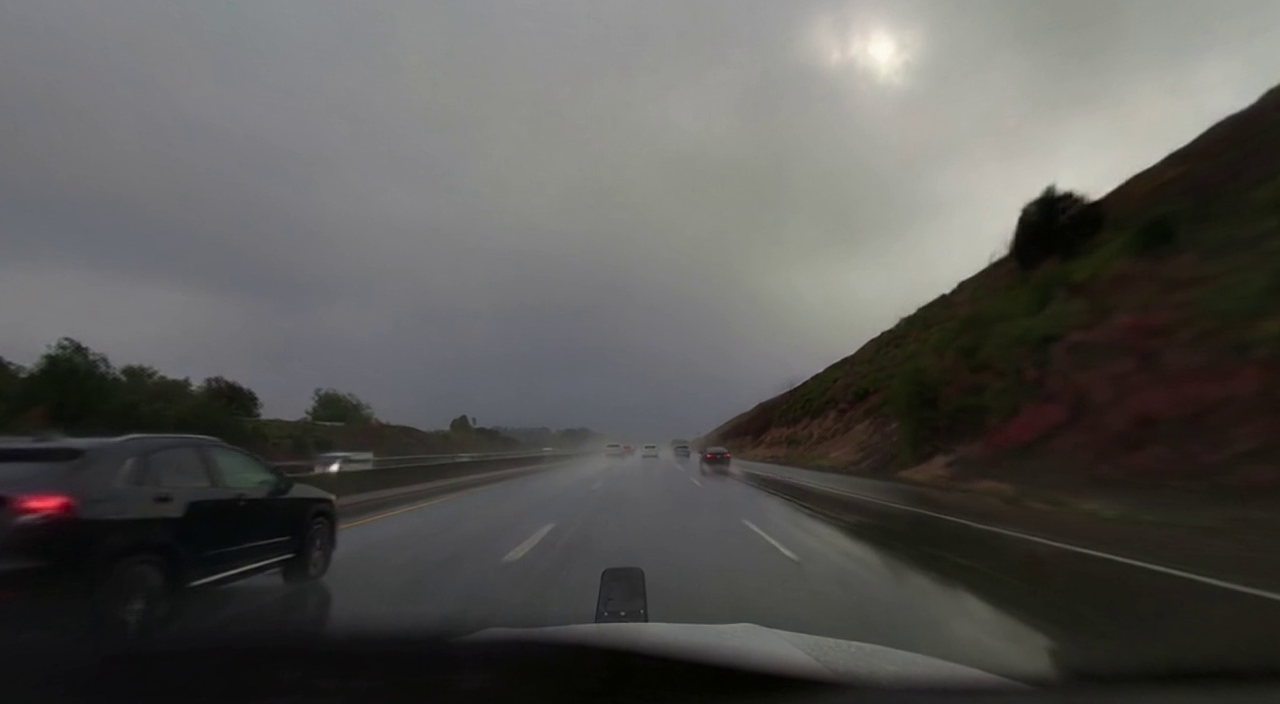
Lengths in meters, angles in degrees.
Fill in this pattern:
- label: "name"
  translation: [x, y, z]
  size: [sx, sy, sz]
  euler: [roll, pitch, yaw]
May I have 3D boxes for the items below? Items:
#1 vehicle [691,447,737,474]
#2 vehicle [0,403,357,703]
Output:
- label: "vehicle"
  translation: [3.912, 5.778, 33.858]
  size: [1.976, 1.352, 3.602]
  euler: [0, -8, -1]
- label: "vehicle"
  translation: [-3.865, 1.218, 4.397]
  size: [1.910, 1.521, 3.930]
  euler: [0, -8, 1]
